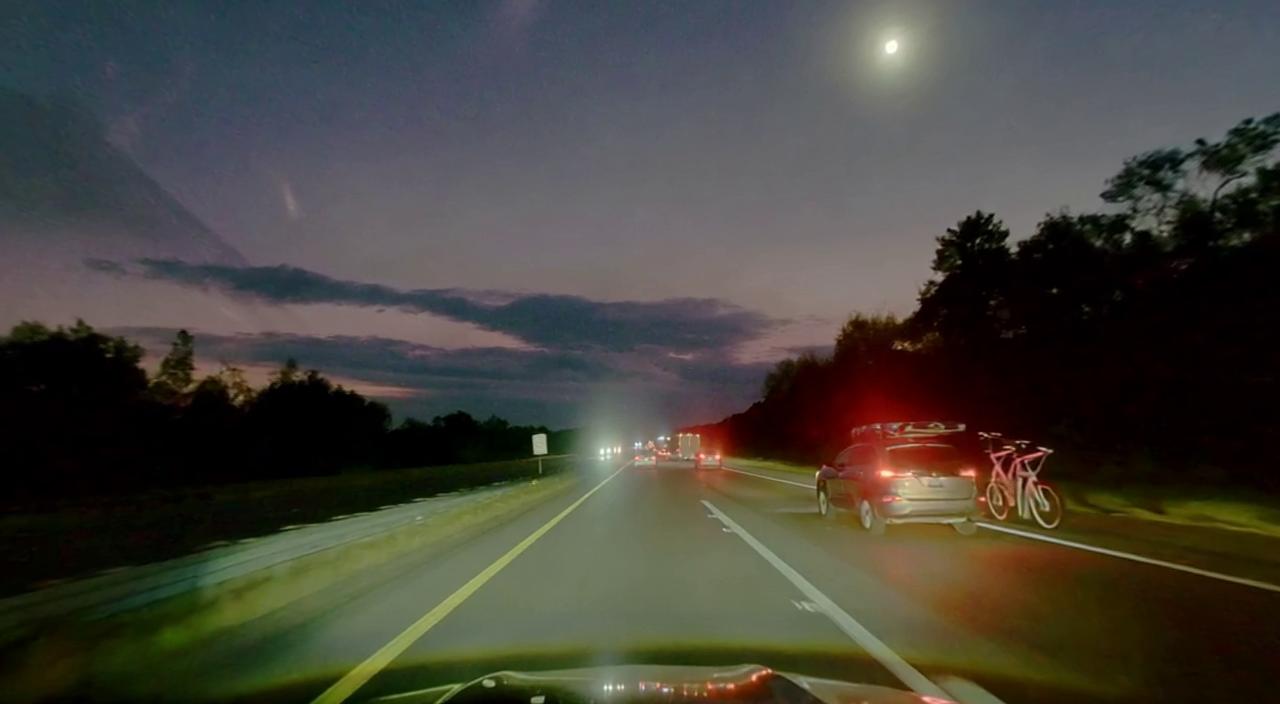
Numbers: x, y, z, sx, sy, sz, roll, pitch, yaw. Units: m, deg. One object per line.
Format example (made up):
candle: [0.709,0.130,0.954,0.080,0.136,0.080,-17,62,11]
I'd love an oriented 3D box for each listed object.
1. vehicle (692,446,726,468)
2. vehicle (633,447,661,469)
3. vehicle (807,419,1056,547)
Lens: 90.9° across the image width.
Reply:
vehicle: [4.948,7.632,45.846,1.964,1.513,3.707,0,-9,-1]
vehicle: [0.469,7.783,46.386,1.991,1.459,3.769,0,-9,0]
vehicle: [4.248,1.983,10.111,1.978,1.604,4.128,0,-9,0]
